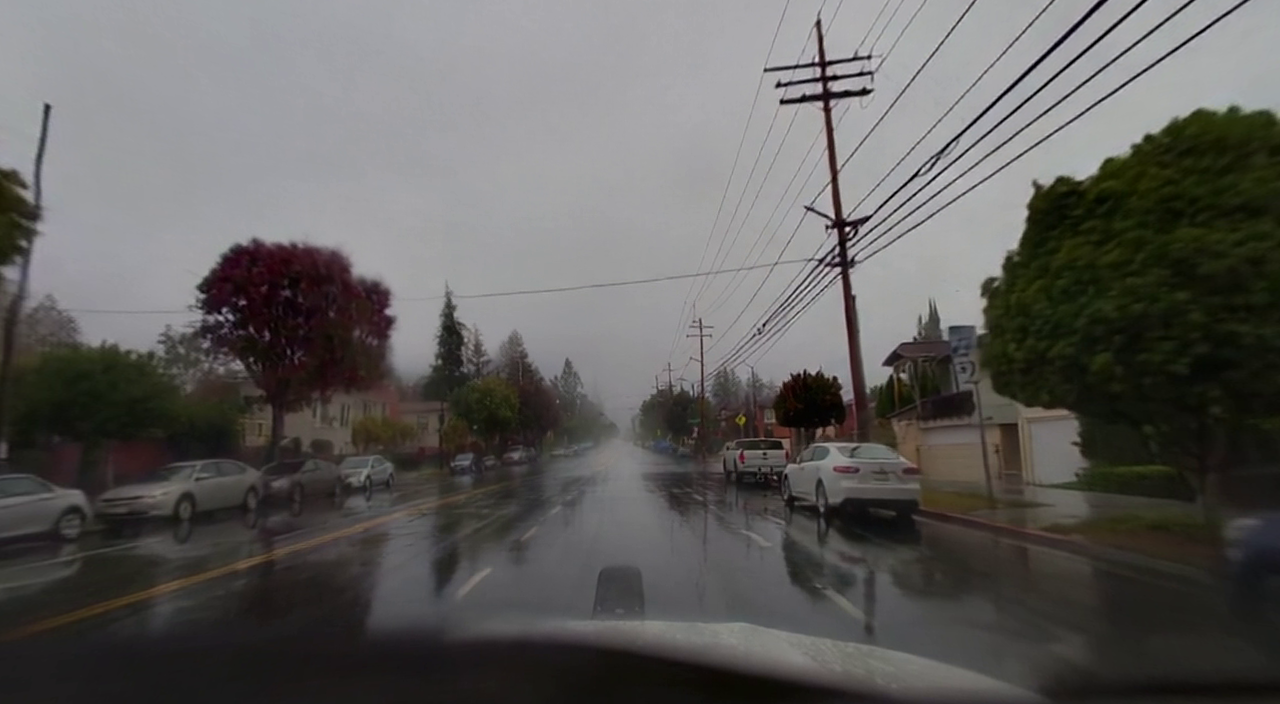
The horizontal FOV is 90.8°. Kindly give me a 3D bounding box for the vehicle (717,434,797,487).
[{"bbox_3d":[4.383,4.127,24.320,2.126,1.802,4.259,0,-9,-2],"label":"vehicle"}]

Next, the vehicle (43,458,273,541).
[{"bbox_3d":[-11.024,3.343,15.049,1.955,1.522,4.759,0,-8,-4],"label":"vehicle"}]

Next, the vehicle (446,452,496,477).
[{"bbox_3d":[-11.438,7.641,43.140,1.970,1.523,4.702,-1,-8,2],"label":"vehicle"}]

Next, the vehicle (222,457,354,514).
[{"bbox_3d":[-11.025,4.174,20.222,1.804,1.513,4.450,0,-8,-2],"label":"vehicle"}]

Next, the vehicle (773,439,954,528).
[{"bbox_3d":[4.265,2.567,12.976,1.989,1.471,4.460,0,-9,-1],"label":"vehicle"}]
